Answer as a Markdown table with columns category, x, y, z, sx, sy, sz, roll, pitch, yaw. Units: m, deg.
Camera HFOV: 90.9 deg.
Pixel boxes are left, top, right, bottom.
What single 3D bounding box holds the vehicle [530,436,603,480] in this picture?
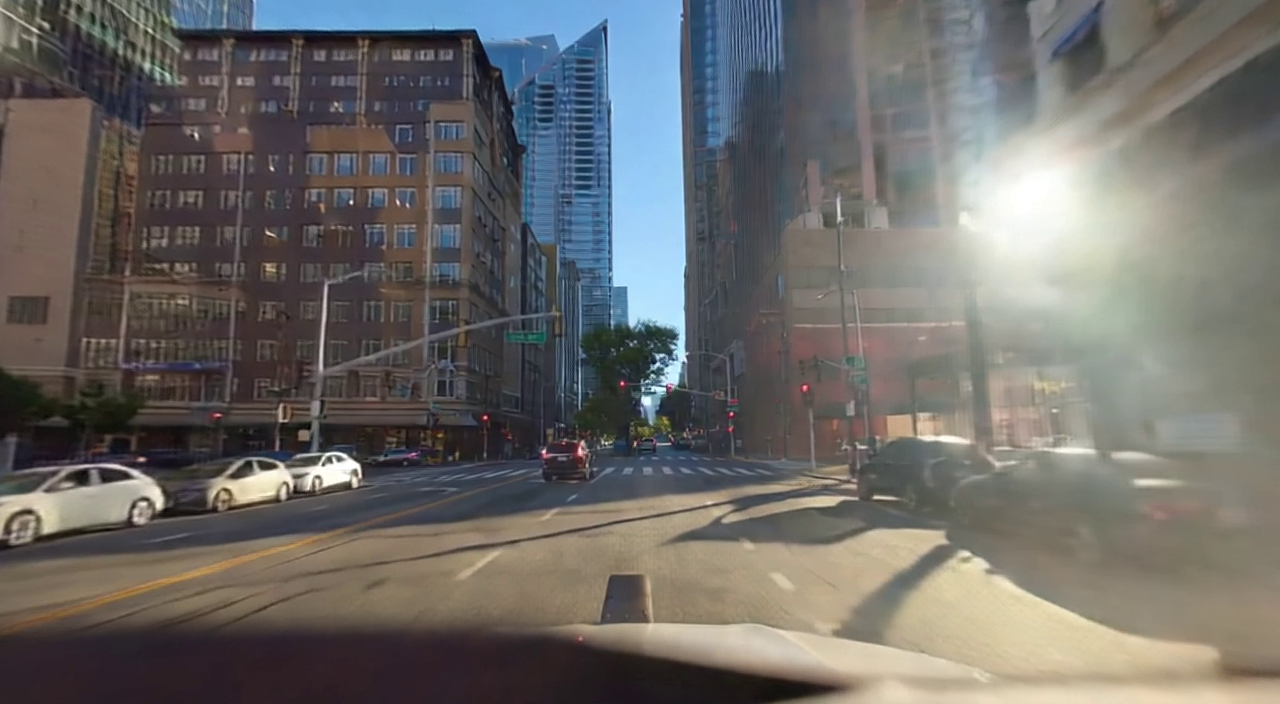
| category | x | y | z | sx | sy | sz | roll | pitch | yaw |
| --- | --- | --- | --- | --- | --- | --- | --- | --- | --- |
| vehicle | -2.610 | 3.940 | 23.674 | 2.014 | 1.480 | 4.780 | 0 | -8 | 2 |

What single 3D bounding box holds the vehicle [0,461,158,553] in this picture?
| category | x | y | z | sx | sy | sz | roll | pitch | yaw |
| --- | --- | --- | --- | --- | --- | --- | --- | --- | --- |
| vehicle | -12.244 | 3.053 | 12.732 | 1.845 | 1.493 | 4.107 | -2 | -8 | -2 |

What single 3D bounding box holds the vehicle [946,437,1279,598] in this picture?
| category | x | y | z | sx | sy | sz | roll | pitch | yaw |
| --- | --- | --- | --- | --- | --- | --- | --- | --- | --- |
| vehicle | 5.893 | 1.864 | 8.103 | 1.760 | 1.471 | 4.453 | 0 | -8 | 1 |

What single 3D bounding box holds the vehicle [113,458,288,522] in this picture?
| category | x | y | z | sx | sy | sz | roll | pitch | yaw |
| --- | --- | --- | --- | --- | --- | --- | --- | --- | --- |
| vehicle | -12.204 | 3.810 | 17.965 | 1.808 | 1.475 | 4.550 | 0 | -8 | -2 |

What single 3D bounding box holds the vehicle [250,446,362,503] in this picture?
| category | x | y | z | sx | sy | sz | roll | pitch | yaw |
| --- | --- | --- | --- | --- | --- | --- | --- | --- | --- |
| vehicle | -12.132 | 4.416 | 23.245 | 1.890 | 1.781 | 4.331 | -3 | -8 | -2 |

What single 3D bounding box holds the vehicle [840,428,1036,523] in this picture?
| category | x | y | z | sx | sy | sz | roll | pitch | yaw |
| --- | --- | --- | --- | --- | --- | --- | --- | --- | --- |
| vehicle | 6.083 | 2.562 | 13.697 | 1.918 | 1.674 | 4.779 | 0 | -8 | 0 |
